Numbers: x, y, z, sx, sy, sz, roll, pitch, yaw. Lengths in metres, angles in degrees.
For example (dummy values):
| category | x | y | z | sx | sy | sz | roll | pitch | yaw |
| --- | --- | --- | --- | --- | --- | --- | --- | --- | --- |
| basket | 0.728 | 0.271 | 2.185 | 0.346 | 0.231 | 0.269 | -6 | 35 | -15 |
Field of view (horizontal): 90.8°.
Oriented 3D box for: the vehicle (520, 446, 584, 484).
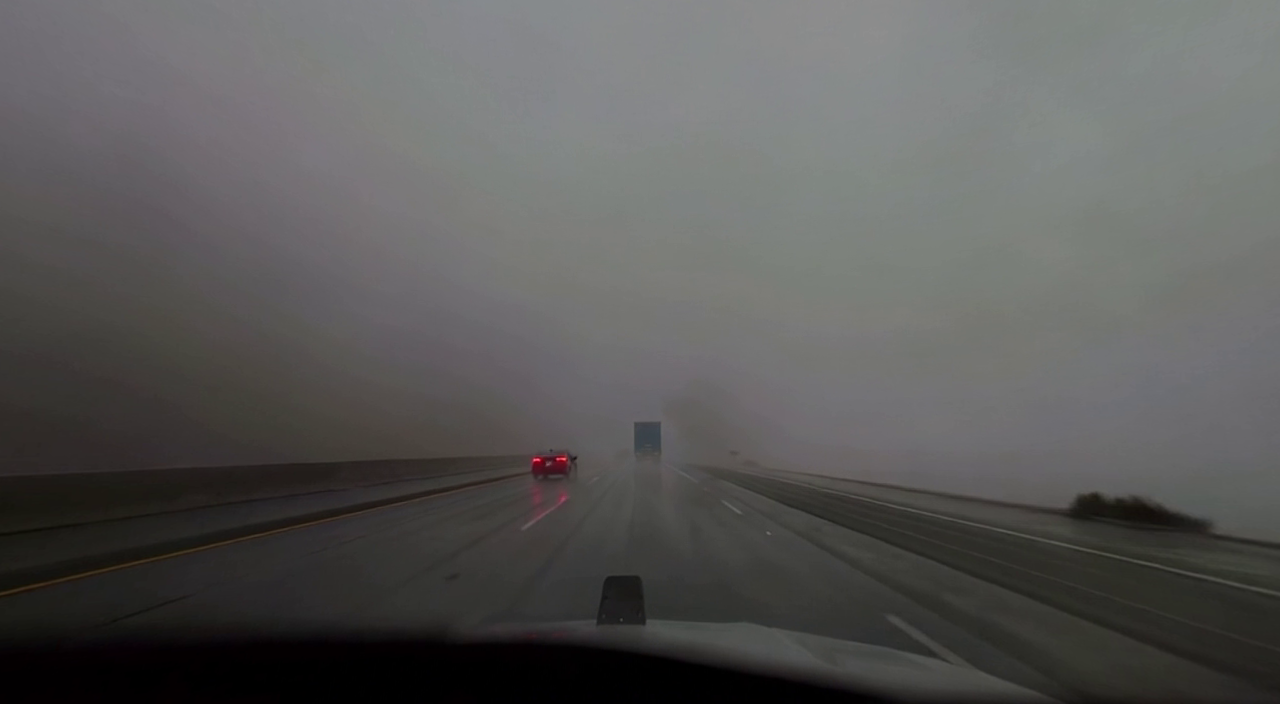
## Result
| category | x | y | z | sx | sy | sz | roll | pitch | yaw |
| --- | --- | --- | --- | --- | --- | --- | --- | --- | --- |
| vehicle | -3.872 | 5.073 | 28.716 | 1.999 | 1.533 | 4.870 | -1 | -9 | 3 |
